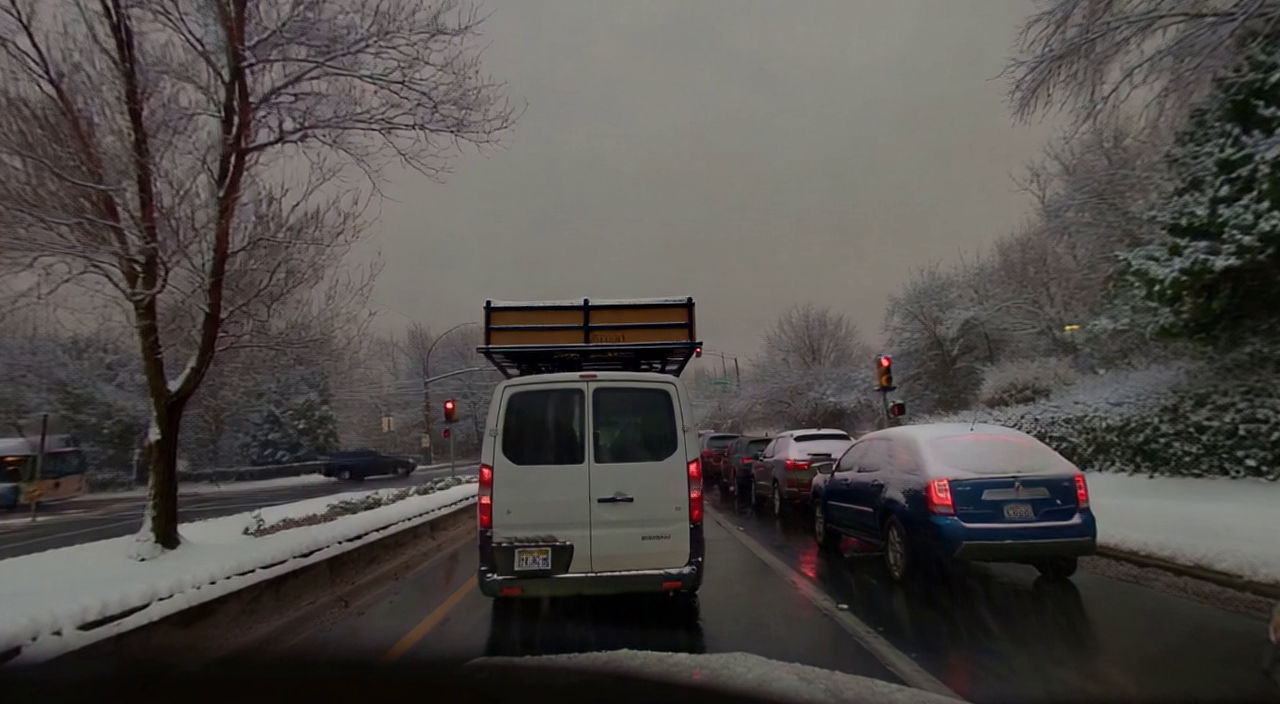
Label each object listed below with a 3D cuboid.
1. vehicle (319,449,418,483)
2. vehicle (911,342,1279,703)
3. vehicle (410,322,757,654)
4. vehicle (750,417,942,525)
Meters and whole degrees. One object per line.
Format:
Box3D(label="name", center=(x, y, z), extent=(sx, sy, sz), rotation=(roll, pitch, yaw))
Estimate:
Box3D(label="vehicle", center=(-14.039, 5.882, 32.758), extent=(4.501, 1.613, 1.852), rotation=(5, -10, -28))
Box3D(label="vehicle", center=(3.458, 0.943, 3.411), extent=(1.965, 1.671, 4.146), rotation=(0, -9, -3))
Box3D(label="vehicle", center=(-0.362, 1.151, 6.189), extent=(2.145, 2.089, 4.309), rotation=(0, -9, 0))
Box3D(label="vehicle", center=(3.667, 2.212, 12.261), extent=(2.024, 1.692, 4.252), rotation=(1, -9, -4))
